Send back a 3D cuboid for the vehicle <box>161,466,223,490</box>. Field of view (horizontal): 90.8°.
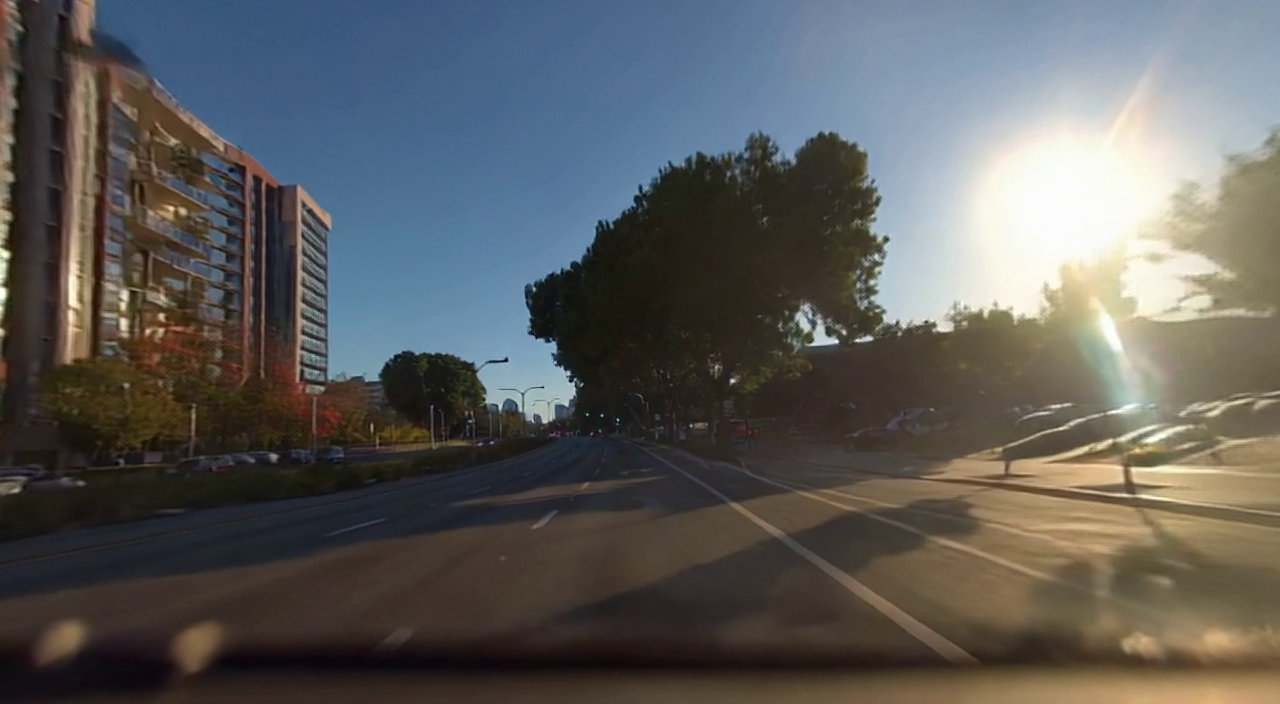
[{"bbox_3d":[-32.966,9.274,46.628,1.794,1.427,3.715,3,-8,0],"label":"vehicle"}]

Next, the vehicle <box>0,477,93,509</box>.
[{"bbox_3d":[-32.869,7.696,34.791,1.743,1.435,4.183,0,-9,-1],"label":"vehicle"}]
